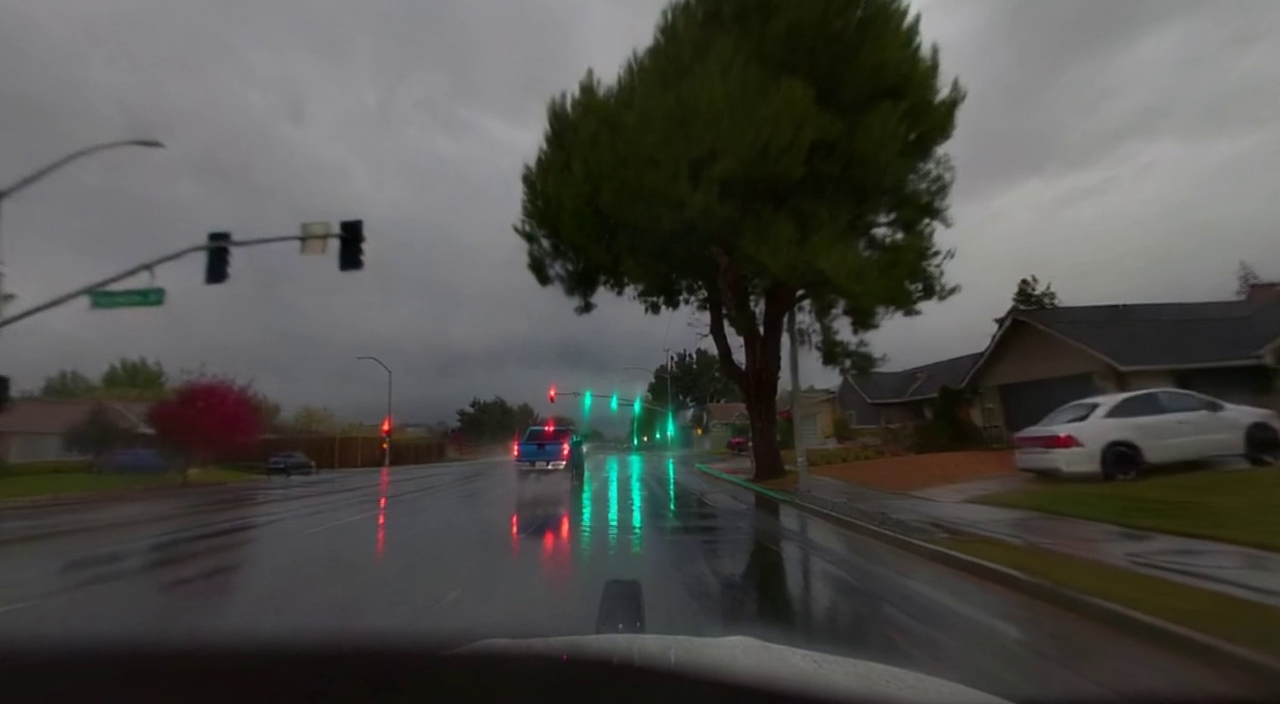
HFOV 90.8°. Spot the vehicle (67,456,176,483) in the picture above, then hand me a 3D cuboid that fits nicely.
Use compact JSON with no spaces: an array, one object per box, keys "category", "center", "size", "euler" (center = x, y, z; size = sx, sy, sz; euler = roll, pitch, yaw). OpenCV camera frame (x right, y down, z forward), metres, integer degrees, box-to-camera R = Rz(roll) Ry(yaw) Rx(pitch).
[{"category":"vehicle","center":[-30.268,6.846,37.005],"size":[4.506,1.453,2.108],"euler":[0,-9,0]}]

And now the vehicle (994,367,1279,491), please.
[{"category":"vehicle","center":[10.068,1.468,12.384],"size":[4.882,1.839,2.243],"euler":[-4,-8,-9]}]

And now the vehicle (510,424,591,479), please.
[{"category":"vehicle","center":[-3.508,4.103,26.168],"size":[2.508,2.001,5.880],"euler":[0,-9,0]}]
